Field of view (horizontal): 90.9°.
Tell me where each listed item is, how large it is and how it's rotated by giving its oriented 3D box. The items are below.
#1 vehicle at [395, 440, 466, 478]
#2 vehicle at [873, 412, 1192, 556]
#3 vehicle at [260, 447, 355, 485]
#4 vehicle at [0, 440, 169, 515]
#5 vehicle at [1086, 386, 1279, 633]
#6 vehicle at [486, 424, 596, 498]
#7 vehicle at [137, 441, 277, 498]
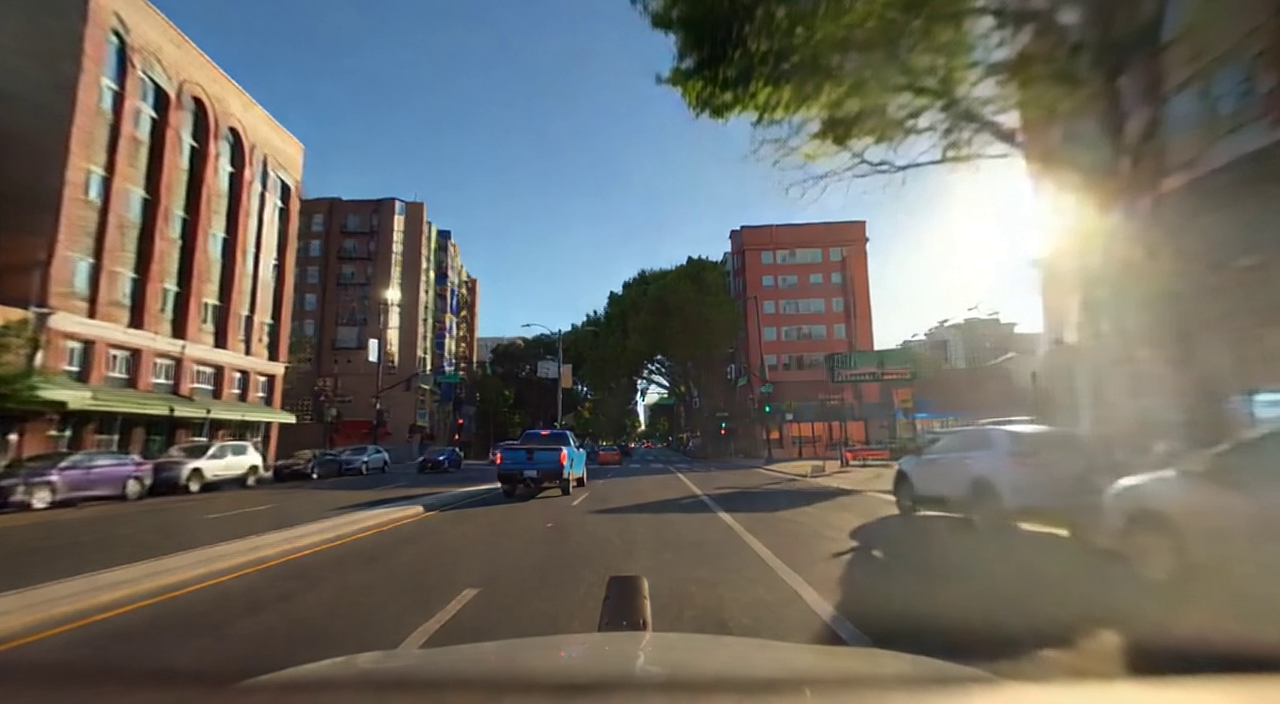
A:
[{"bbox_3d":[-9.932,5.095,30.235,1.894,1.636,4.057,0,-9,1],"label":"vehicle"},{"bbox_3d":[5.875,2.041,10.470,2.137,1.795,4.854,0,-9,0],"label":"vehicle"},{"bbox_3d":[-16.014,5.489,30.697,2.100,1.596,4.739,-2,-9,0],"label":"vehicle"},{"bbox_3d":[-16.170,3.463,17.905,1.928,1.824,4.664,0,-9,0],"label":"vehicle"},{"bbox_3d":[5.819,1.112,4.286,2.043,1.841,4.842,0,-9,1],"label":"vehicle"},{"bbox_3d":[-2.613,3.078,18.131,2.197,1.786,5.365,0,-9,1],"label":"vehicle"},{"bbox_3d":[-15.973,4.309,23.657,1.948,1.827,4.730,-2,-8,0],"label":"vehicle"}]
